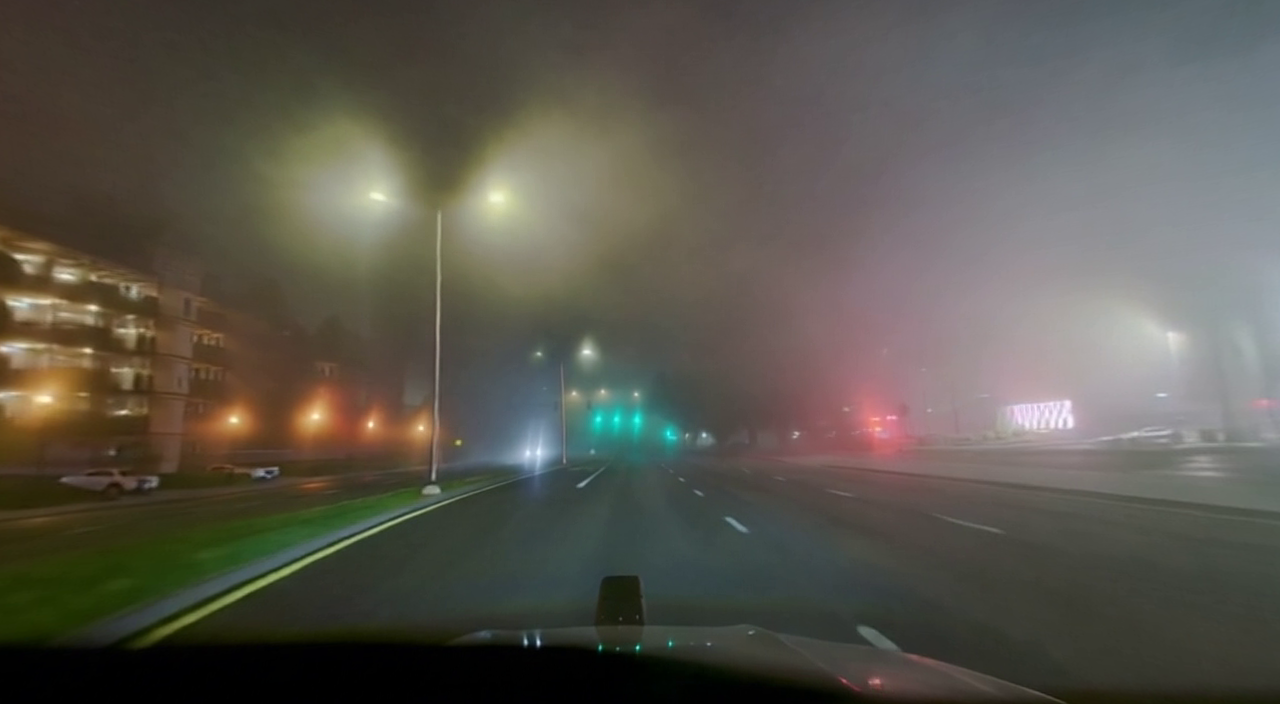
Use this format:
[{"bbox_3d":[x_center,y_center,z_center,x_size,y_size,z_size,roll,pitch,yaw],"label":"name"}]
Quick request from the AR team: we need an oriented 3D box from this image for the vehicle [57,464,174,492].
[{"bbox_3d":[-30.128,7.234,36.402,4.851,1.519,2.112,0,-8,1],"label":"vehicle"}]
